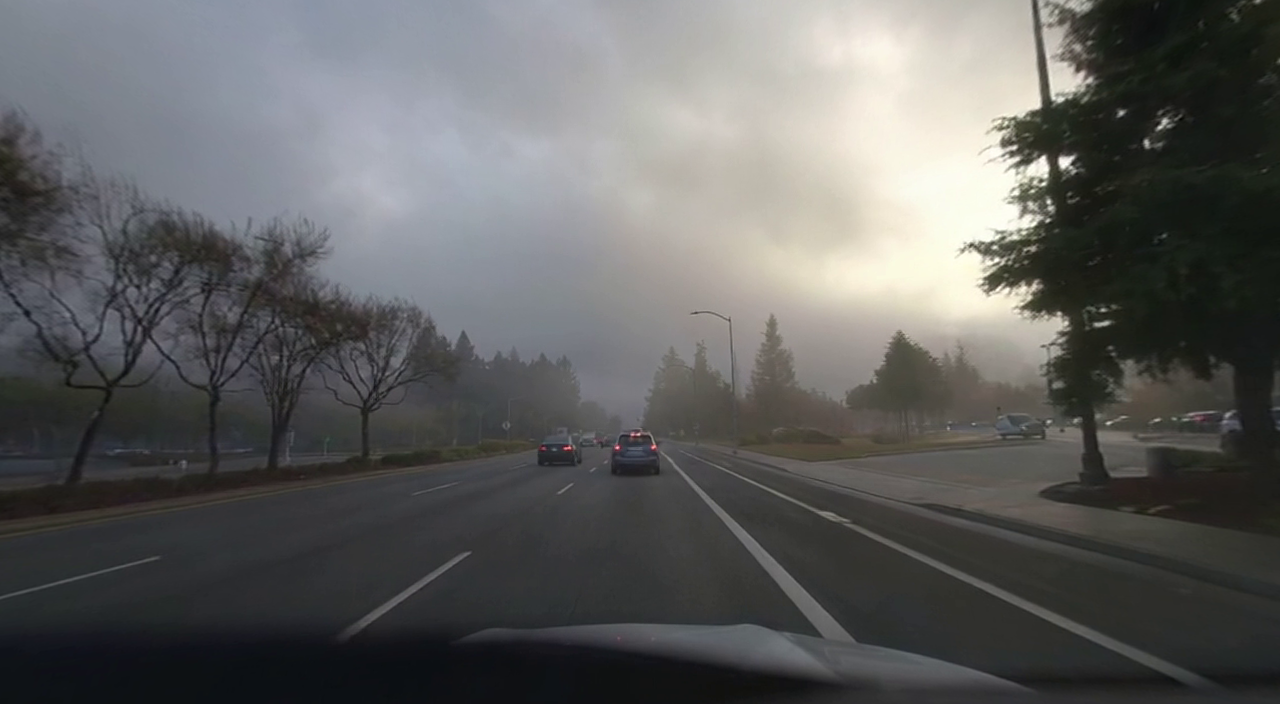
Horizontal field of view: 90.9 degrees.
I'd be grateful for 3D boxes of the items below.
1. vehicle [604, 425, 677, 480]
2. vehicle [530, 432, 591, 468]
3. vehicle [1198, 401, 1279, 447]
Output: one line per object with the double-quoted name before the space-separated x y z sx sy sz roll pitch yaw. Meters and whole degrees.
"vehicle" 0.011 3.337 21.151 2.199 1.652 4.101 0 -8 0
"vehicle" -3.450 4.354 28.281 1.942 1.462 4.905 0 -8 2
"vehicle" 22.014 2.566 21.981 1.833 1.471 4.656 -2 -9 14
